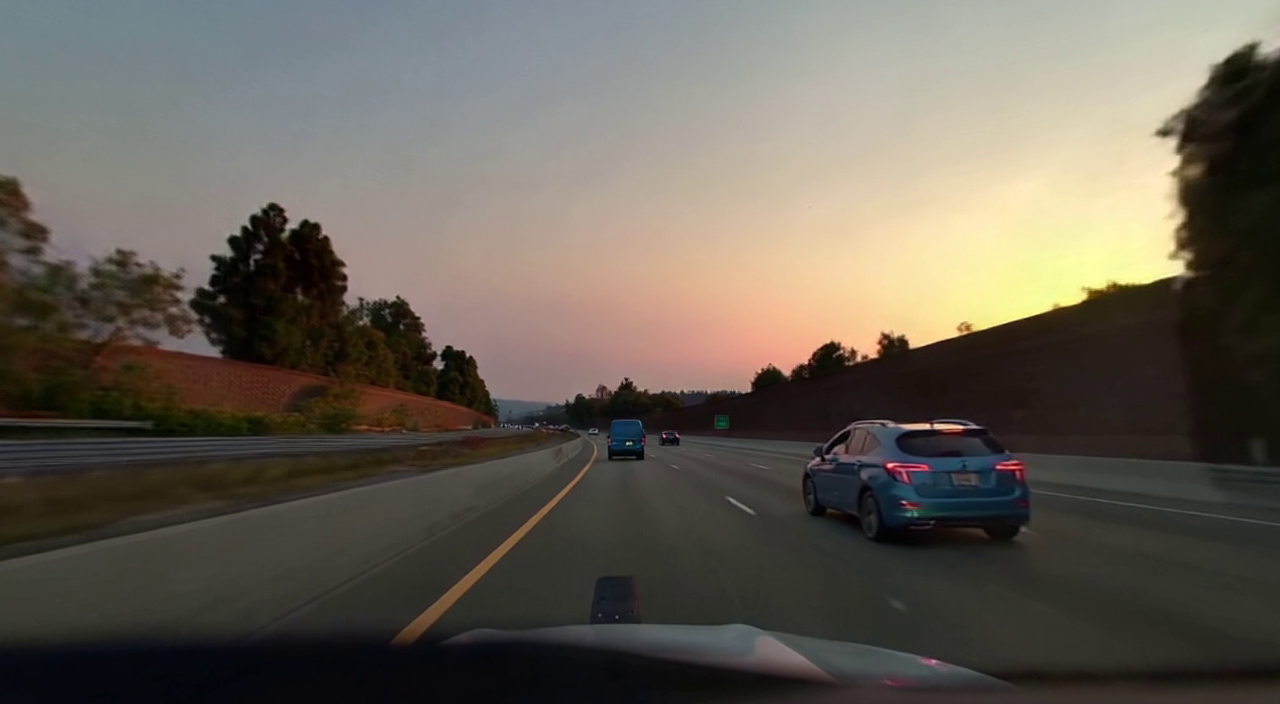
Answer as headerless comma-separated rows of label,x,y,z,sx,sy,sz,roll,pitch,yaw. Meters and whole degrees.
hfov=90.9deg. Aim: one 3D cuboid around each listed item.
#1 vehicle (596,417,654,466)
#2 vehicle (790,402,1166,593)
vehicle,-0.719,3.972,28.152,2.403,1.994,4.683,0,-8,-3
vehicle,3.366,1.502,7.417,2.078,1.600,4.012,0,-8,-2
